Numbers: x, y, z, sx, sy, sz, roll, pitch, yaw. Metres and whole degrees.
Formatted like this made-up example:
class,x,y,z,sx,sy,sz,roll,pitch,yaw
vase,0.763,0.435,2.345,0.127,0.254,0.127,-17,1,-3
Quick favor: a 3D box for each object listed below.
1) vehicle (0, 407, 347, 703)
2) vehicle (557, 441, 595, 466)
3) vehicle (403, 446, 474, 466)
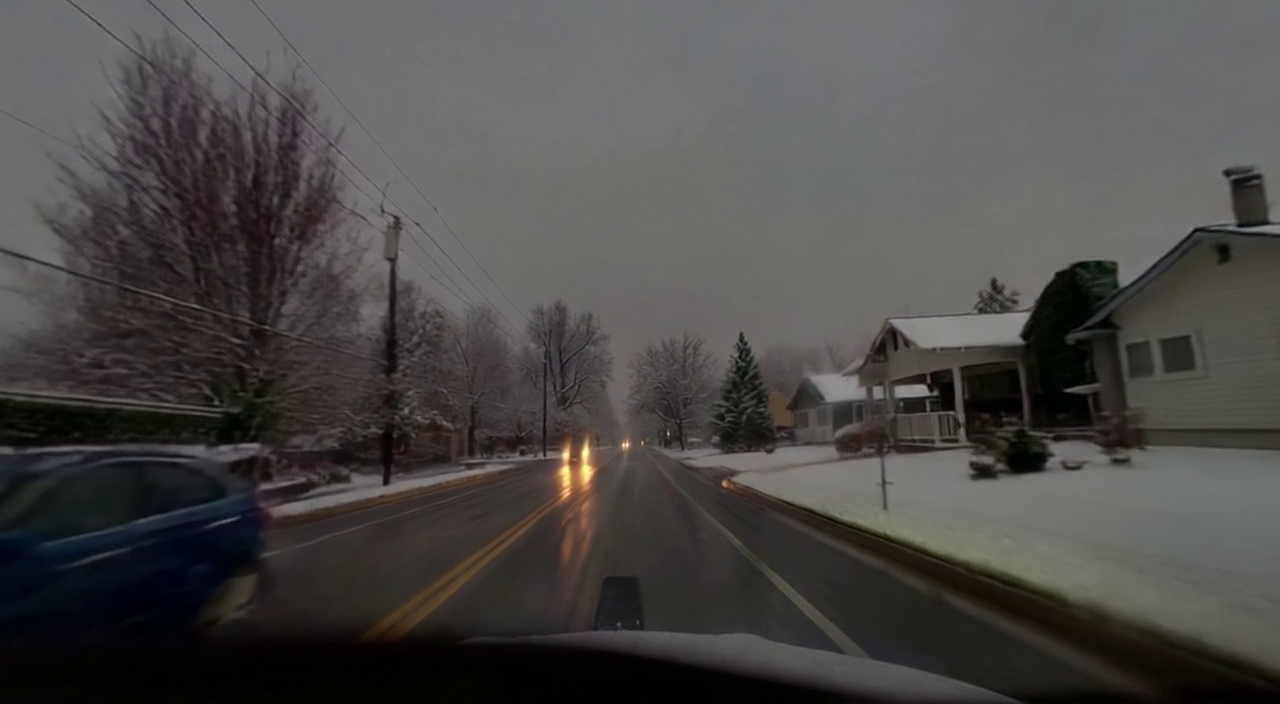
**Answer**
class,x,y,z,sx,sy,sz,roll,pitch,yaw
vehicle,-3.398,1.053,2.800,2.074,1.527,4.438,0,-9,0
vehicle,-4.140,6.705,41.835,1.996,1.519,4.559,0,-9,1
vehicle,-15.448,8.000,48.599,4.779,1.453,1.970,-2,-9,10
